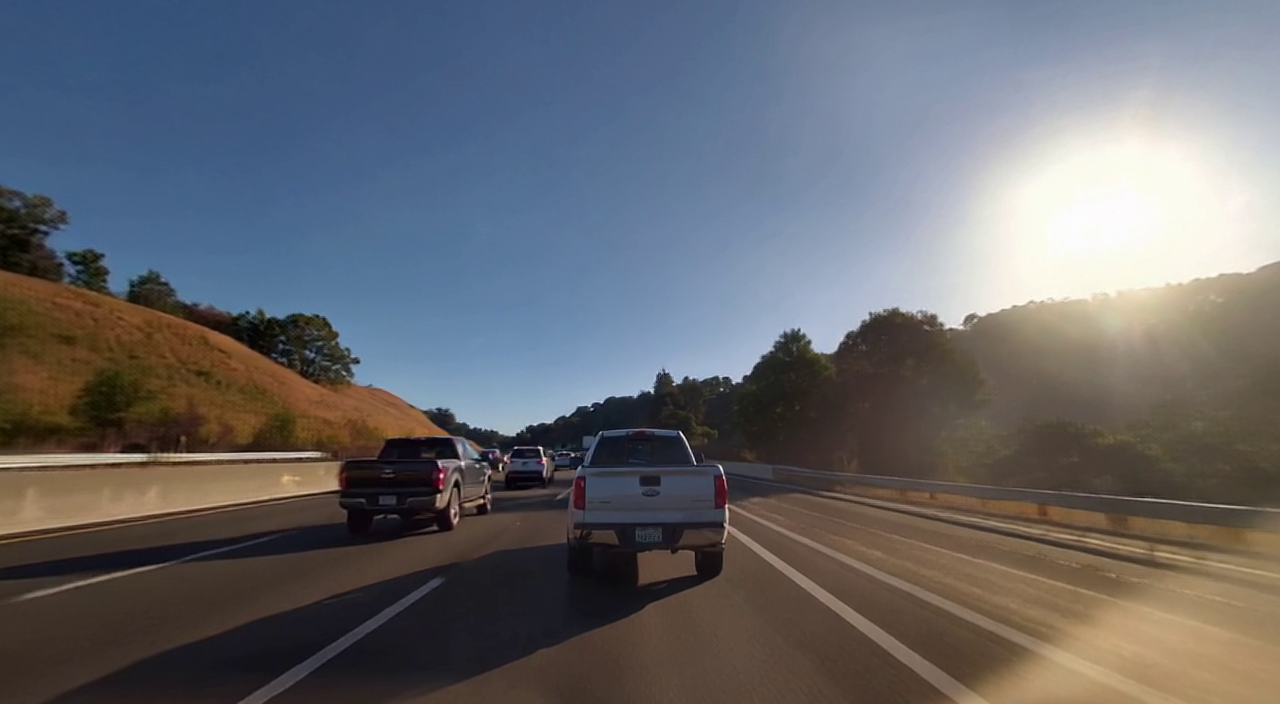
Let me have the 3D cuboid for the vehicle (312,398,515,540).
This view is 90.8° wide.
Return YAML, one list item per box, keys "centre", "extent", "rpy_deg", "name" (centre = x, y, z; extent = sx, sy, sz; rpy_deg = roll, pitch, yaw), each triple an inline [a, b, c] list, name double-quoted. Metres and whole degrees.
- centre: [-3.943, 2.165, 12.111]
  extent: [2.055, 2.144, 4.782]
  rpy_deg: [-1, -9, 0]
  name: "vehicle"

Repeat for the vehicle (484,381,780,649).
- centre: [-0.090, 1.360, 6.063]
  extent: [1.995, 1.798, 3.380]
  rpy_deg: [0, -9, -1]
  name: "vehicle"
